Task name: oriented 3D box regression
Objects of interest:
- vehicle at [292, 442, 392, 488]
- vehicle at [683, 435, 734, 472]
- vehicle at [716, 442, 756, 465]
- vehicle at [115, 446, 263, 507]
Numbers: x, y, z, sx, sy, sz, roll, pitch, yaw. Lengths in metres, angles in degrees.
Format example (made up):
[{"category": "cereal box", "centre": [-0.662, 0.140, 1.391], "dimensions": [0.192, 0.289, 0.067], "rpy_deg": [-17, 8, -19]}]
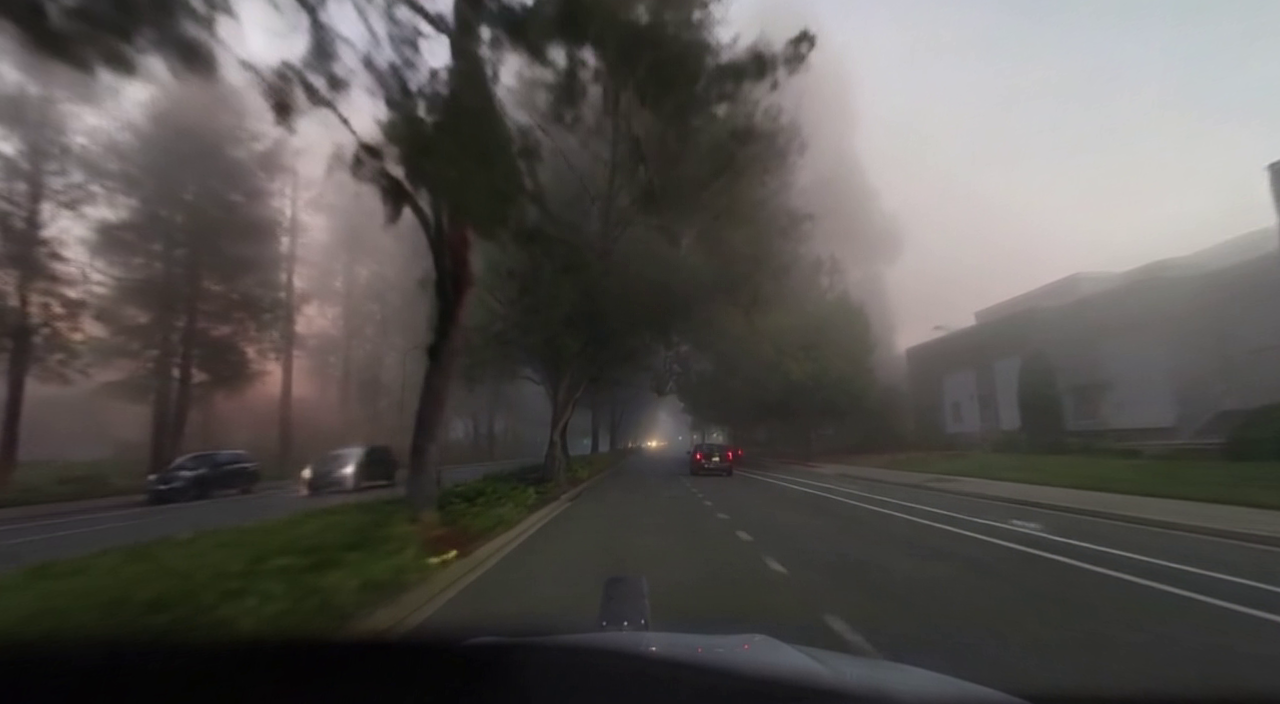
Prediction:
[{"category": "vehicle", "centre": [-12.427, 4.713, 26.663], "dimensions": [1.951, 1.760, 4.410], "rpy_deg": [0, -8, 1]}, {"category": "vehicle", "centre": [3.520, 5.304, 33.172], "dimensions": [2.143, 1.759, 4.378], "rpy_deg": [0, -8, -1]}, {"category": "vehicle", "centre": [6.655, 7.057, 44.109], "dimensions": [2.100, 1.491, 4.563], "rpy_deg": [0, -8, 0]}, {"category": "vehicle", "centre": [-16.633, 4.554, 23.652], "dimensions": [2.070, 1.892, 4.708], "rpy_deg": [-2, -8, 0]}]
